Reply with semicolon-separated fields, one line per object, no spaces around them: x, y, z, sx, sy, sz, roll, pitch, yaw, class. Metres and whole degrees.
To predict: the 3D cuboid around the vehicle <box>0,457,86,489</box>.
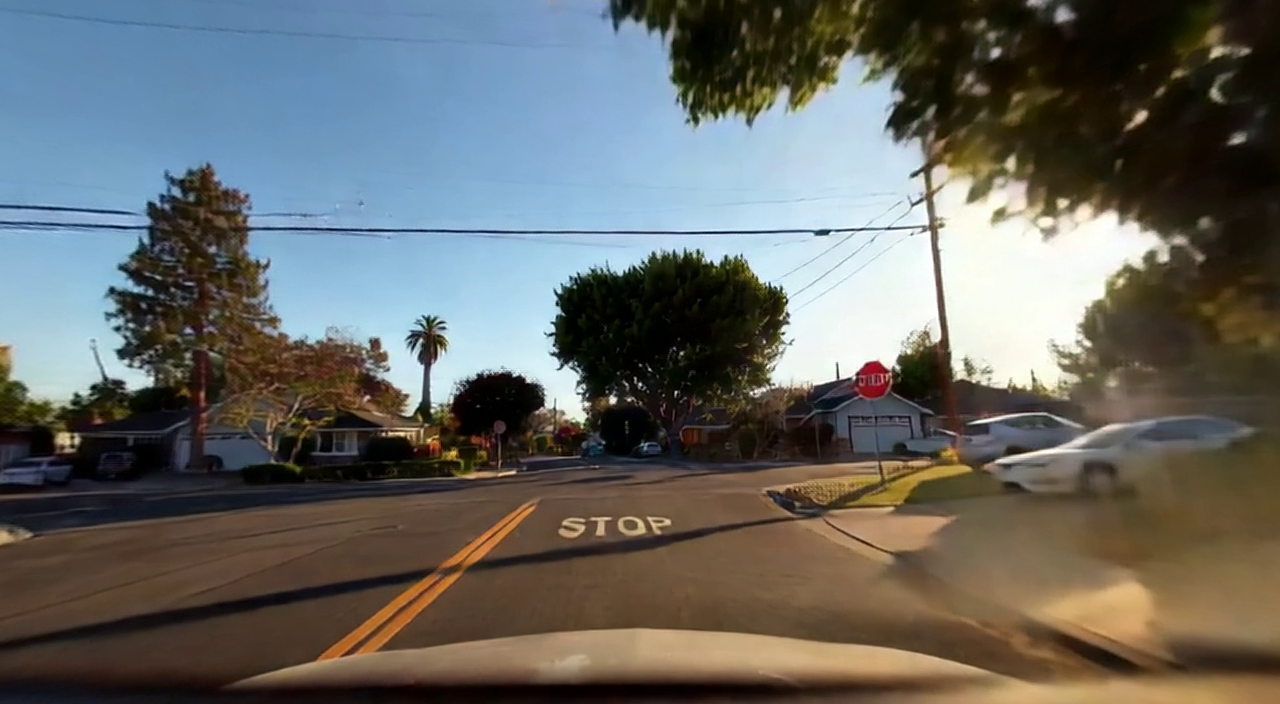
-28.535;5.702;30.000;1.864;1.337;3.943;3;-9;-19;vehicle
